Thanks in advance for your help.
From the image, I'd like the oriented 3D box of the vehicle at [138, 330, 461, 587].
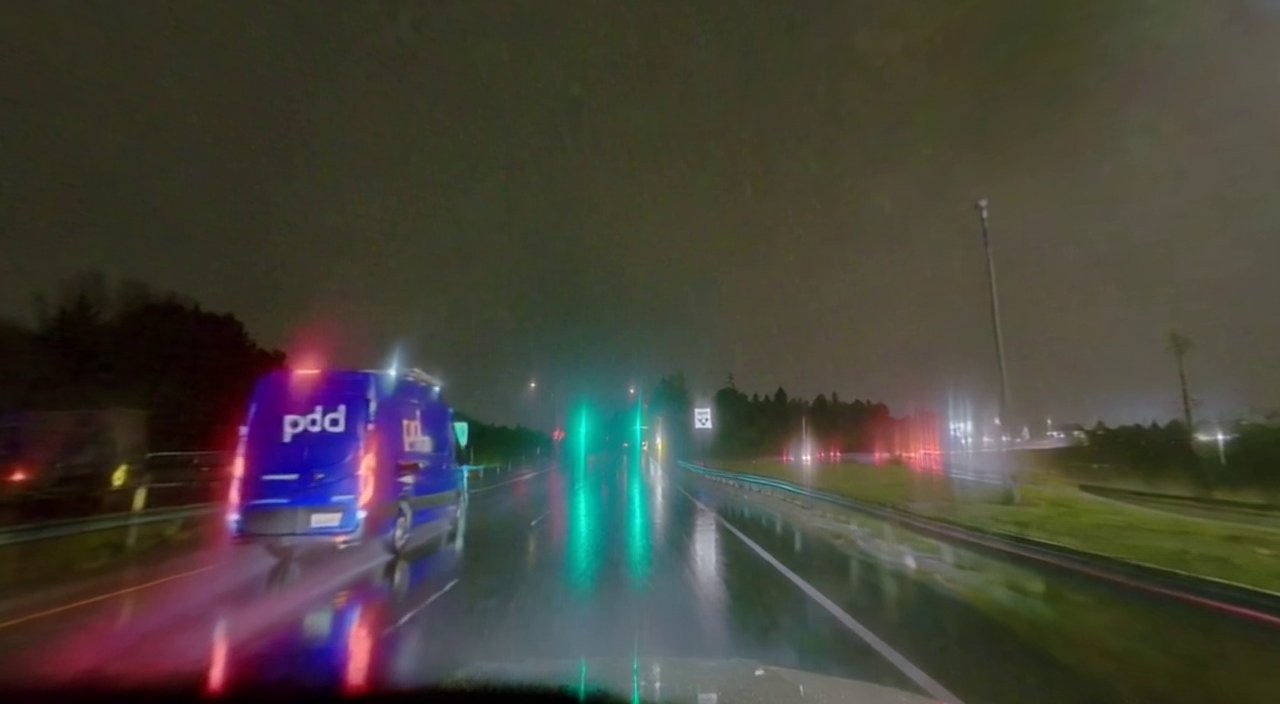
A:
[{"bbox_3d":[-4.526,1.634,10.153,2.463,2.640,7.034,2,-9,-11],"label":"vehicle"}]
